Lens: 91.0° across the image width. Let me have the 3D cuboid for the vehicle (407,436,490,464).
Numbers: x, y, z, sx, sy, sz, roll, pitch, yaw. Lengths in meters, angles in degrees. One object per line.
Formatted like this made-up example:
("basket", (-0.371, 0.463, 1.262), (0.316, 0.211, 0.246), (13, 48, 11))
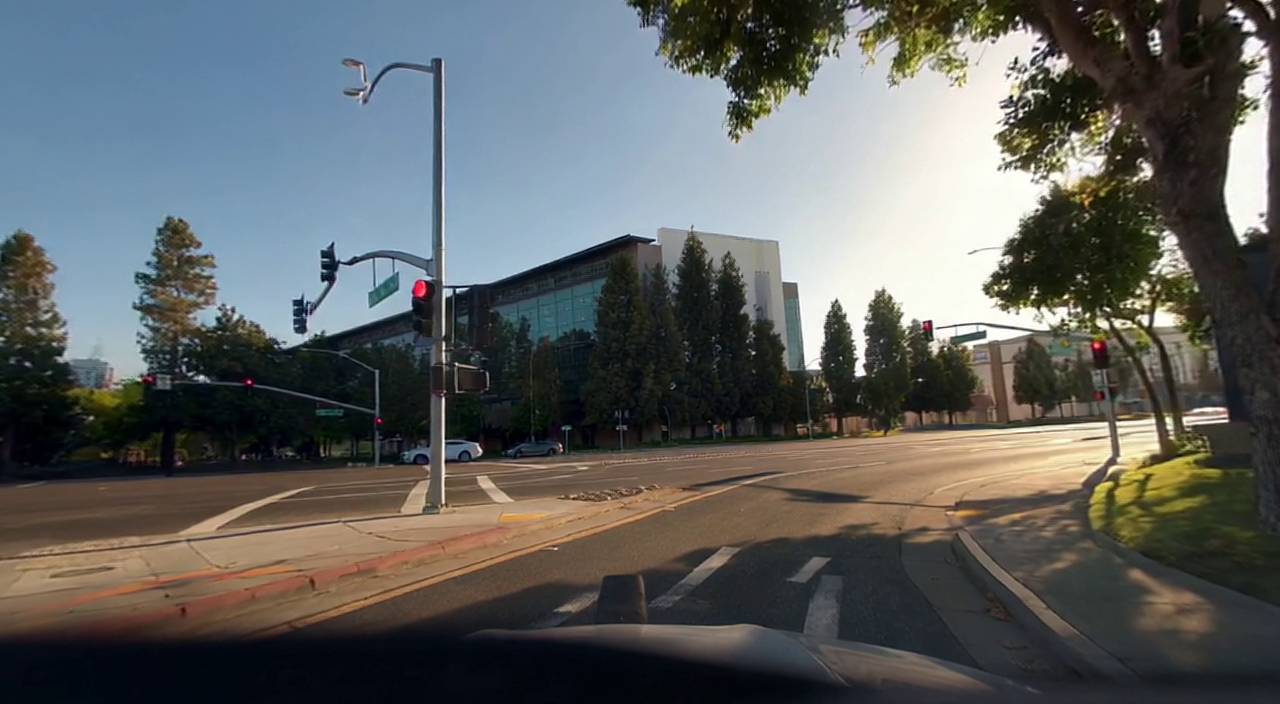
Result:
("vehicle", (-12.706, 6.502, 41.875), (4.782, 1.776, 2.118), (6, -10, -35))

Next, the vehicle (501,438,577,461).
("vehicle", (-6.552, 6.323, 40.901), (4.527, 1.444, 1.811), (6, -10, -36))
